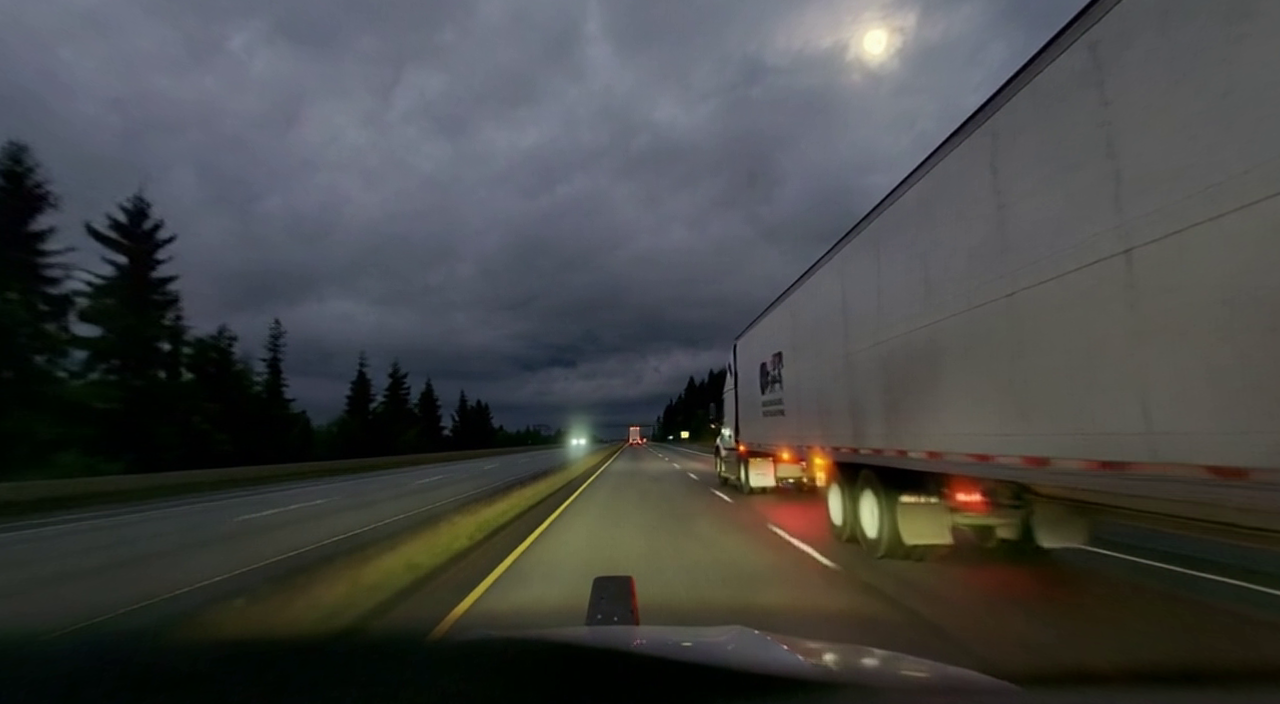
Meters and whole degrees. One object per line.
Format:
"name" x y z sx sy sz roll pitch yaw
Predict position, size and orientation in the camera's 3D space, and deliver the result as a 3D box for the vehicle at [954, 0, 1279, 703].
"vehicle" 4.018 -0.587 0.477 3.006 3.850 8.310 0 -8 -1
